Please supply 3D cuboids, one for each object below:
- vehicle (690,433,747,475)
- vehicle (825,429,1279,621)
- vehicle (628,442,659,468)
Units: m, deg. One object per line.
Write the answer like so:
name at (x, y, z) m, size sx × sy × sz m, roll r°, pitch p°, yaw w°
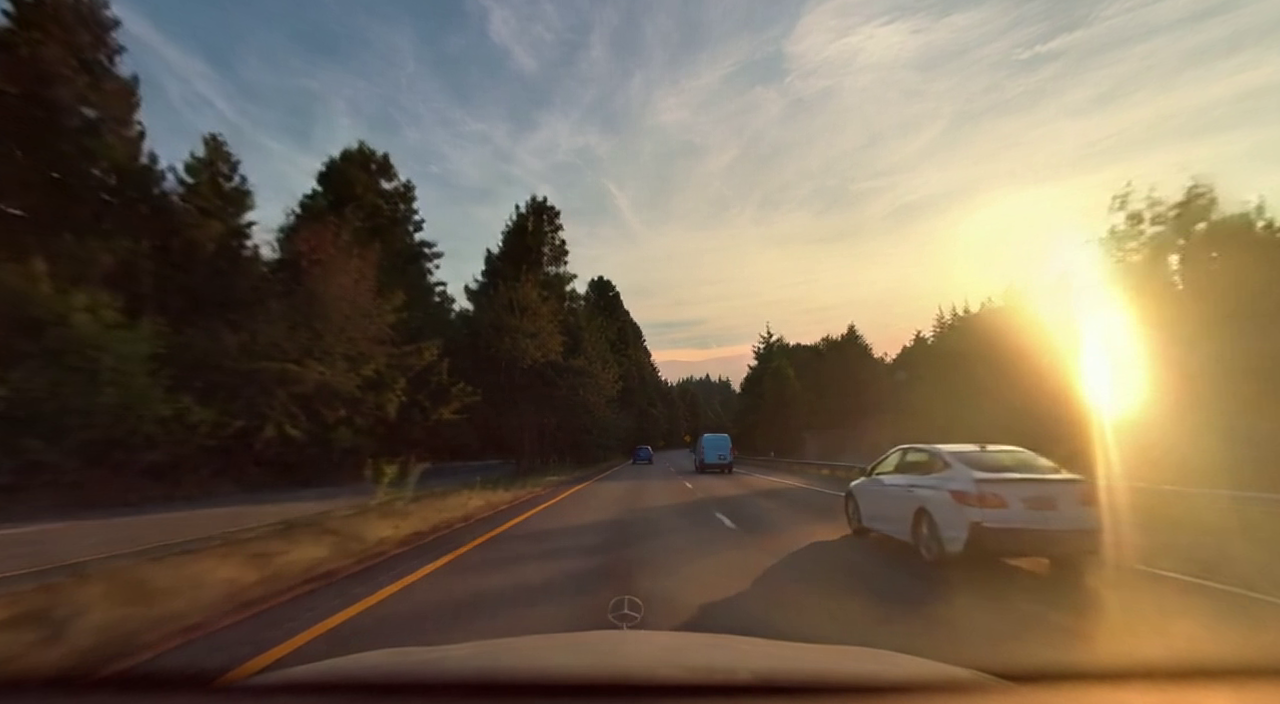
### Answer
vehicle at (4.120, 5.490, 34.071) m, size 2.371 × 2.045 × 4.768 m, roll 0°, pitch -9°, yaw -1°
vehicle at (3.897, 1.687, 7.276) m, size 2.043 × 1.431 × 4.922 m, roll 0°, pitch -9°, yaw 0°
vehicle at (0.259, 7.182, 44.091) m, size 2.087 × 1.707 × 4.316 m, roll 0°, pitch -9°, yaw 1°
